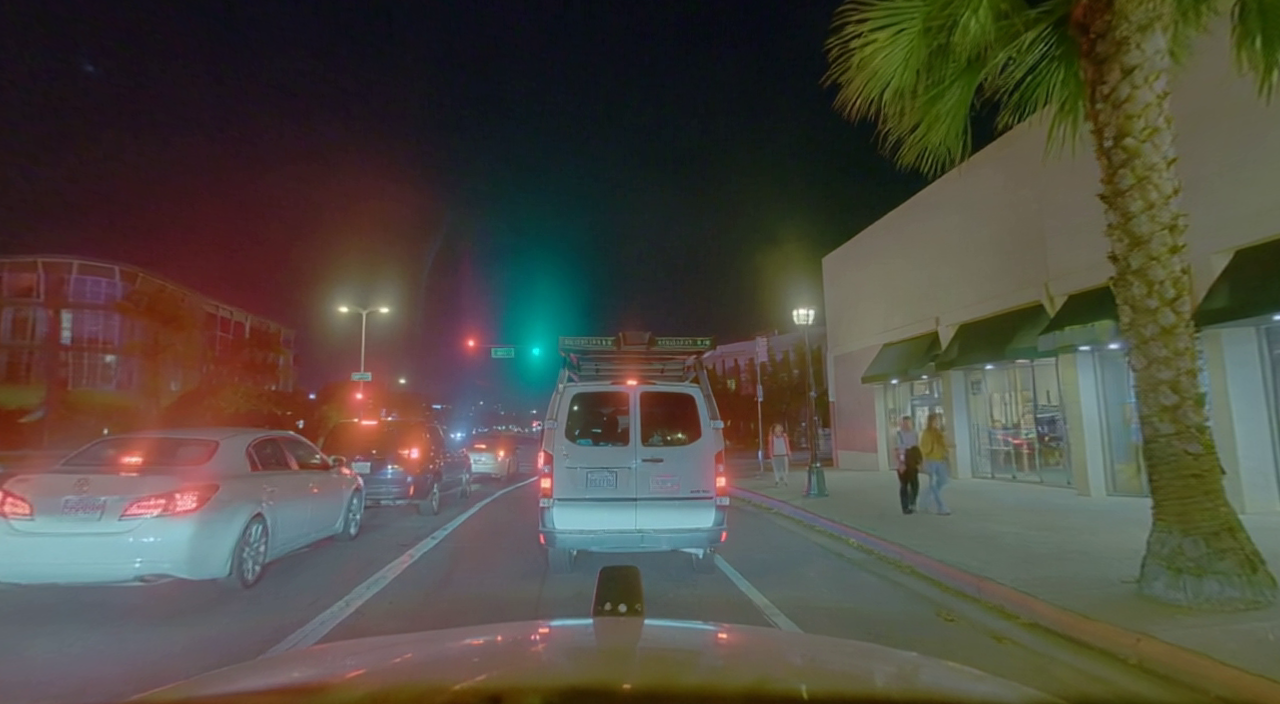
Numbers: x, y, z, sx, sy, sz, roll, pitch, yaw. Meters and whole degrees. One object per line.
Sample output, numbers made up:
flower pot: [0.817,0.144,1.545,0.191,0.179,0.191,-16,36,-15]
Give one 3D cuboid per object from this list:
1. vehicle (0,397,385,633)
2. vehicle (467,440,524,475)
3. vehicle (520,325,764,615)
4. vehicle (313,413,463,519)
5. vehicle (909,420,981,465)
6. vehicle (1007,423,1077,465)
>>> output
vehicle: [-4.402,1.470,6.668,1.986,1.643,4.315,1,-9,-6]
vehicle: [-6.847,4.887,29.565,1.818,1.479,4.428,4,-9,-22]
vehicle: [-0.205,1.221,7.159,1.902,2.238,4.263,1,-9,-6]
vehicle: [-5.215,2.414,13.887,2.089,1.854,5.022,2,-9,-11]
vehicle: [12.644,3.760,26.050,2.046,1.675,3.924,-6,-10,33]
vehicle: [15.780,3.619,24.720,2.048,1.475,3.972,-6,-10,34]
